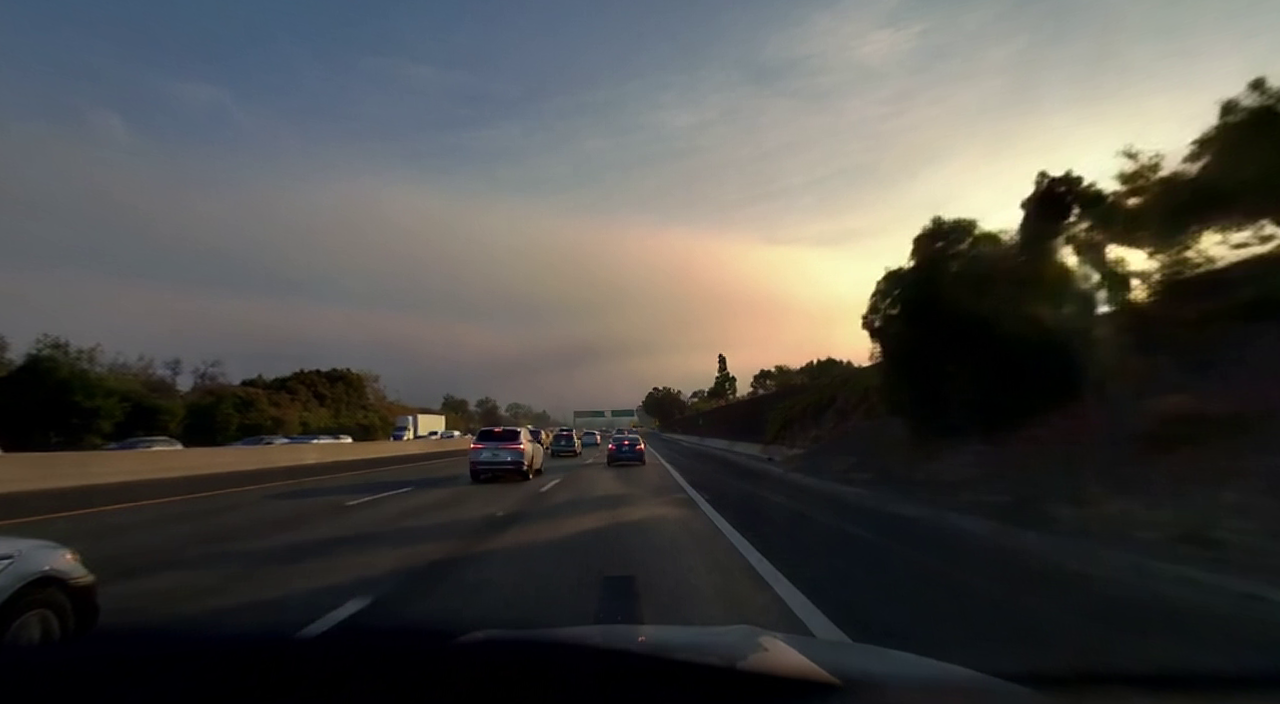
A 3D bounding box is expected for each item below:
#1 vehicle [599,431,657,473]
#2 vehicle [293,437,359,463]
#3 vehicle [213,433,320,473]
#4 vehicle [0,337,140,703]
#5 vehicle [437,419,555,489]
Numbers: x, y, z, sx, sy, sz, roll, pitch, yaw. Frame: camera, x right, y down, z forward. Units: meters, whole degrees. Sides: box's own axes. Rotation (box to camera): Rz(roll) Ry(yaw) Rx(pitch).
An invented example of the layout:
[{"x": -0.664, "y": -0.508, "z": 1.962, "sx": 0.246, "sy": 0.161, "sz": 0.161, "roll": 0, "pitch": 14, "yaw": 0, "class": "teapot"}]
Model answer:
[{"x": -0.444, "y": 3.841, "z": 24.441, "sx": 2.070, "sy": 1.452, "sz": 3.834, "roll": 0, "pitch": -8, "yaw": 0, "class": "vehicle"}, {"x": -19.721, "y": 6.166, "z": 39.731, "sx": 1.851, "sy": 1.499, "sz": 4.500, "roll": 0, "pitch": -8, "yaw": 0, "class": "vehicle"}, {"x": -15.512, "y": 4.201, "z": 26.392, "sx": 1.982, "sy": 1.516, "sz": 4.137, "roll": 0, "pitch": -8, "yaw": 0, "class": "vehicle"}, {"x": -3.788, "y": 0.600, "z": 1.207, "sx": 2.107, "sy": 1.703, "sz": 4.274, "roll": 0, "pitch": -8, "yaw": 0, "class": "vehicle"}, {"x": -3.839, "y": 2.813, "z": 17.717, "sx": 2.154, "sy": 1.690, "sz": 4.595, "roll": 0, "pitch": -8, "yaw": 1, "class": "vehicle"}]
